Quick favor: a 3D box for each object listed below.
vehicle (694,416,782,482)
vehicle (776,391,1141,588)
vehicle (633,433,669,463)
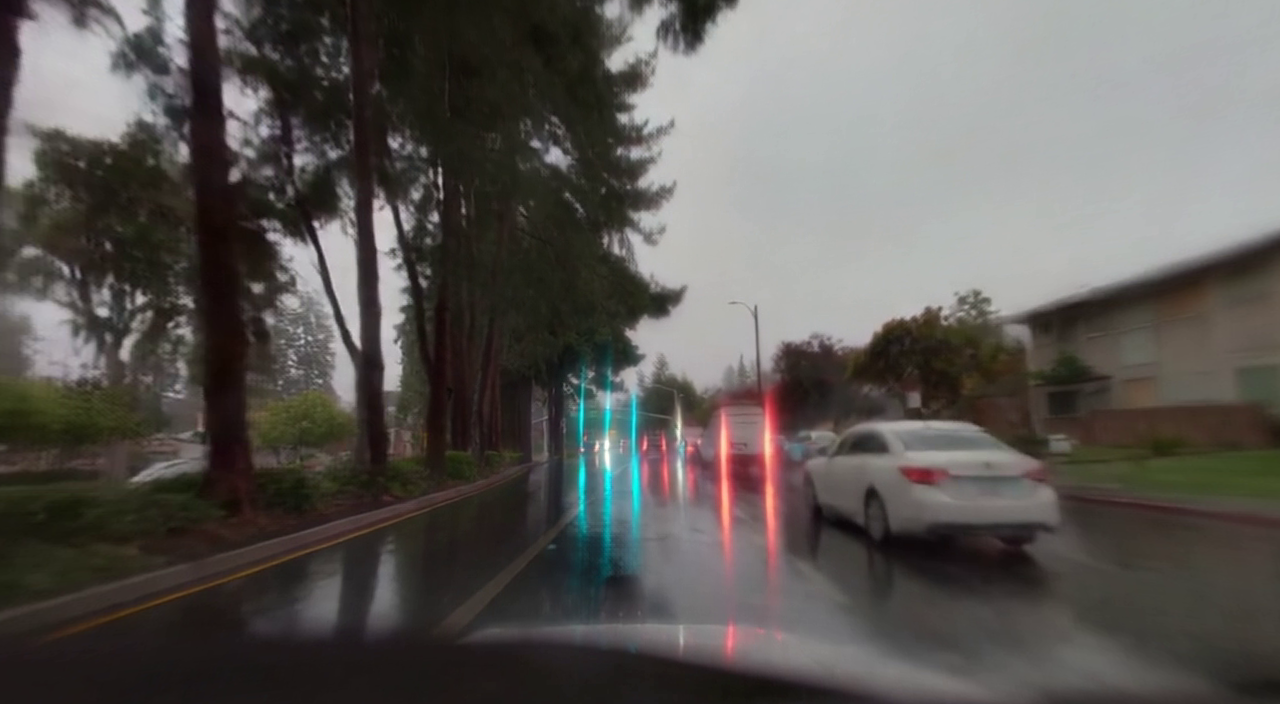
[{"bbox_3d":[3.345,3.517,23.081,2.268,2.090,6.113,0,-8,0],"label":"vehicle"},{"bbox_3d":[3.266,1.527,7.872,2.041,1.688,4.717,0,-8,0],"label":"vehicle"},{"bbox_3d":[0.636,5.866,38.577,2.052,1.693,4.554,0,-8,1],"label":"vehicle"}]
